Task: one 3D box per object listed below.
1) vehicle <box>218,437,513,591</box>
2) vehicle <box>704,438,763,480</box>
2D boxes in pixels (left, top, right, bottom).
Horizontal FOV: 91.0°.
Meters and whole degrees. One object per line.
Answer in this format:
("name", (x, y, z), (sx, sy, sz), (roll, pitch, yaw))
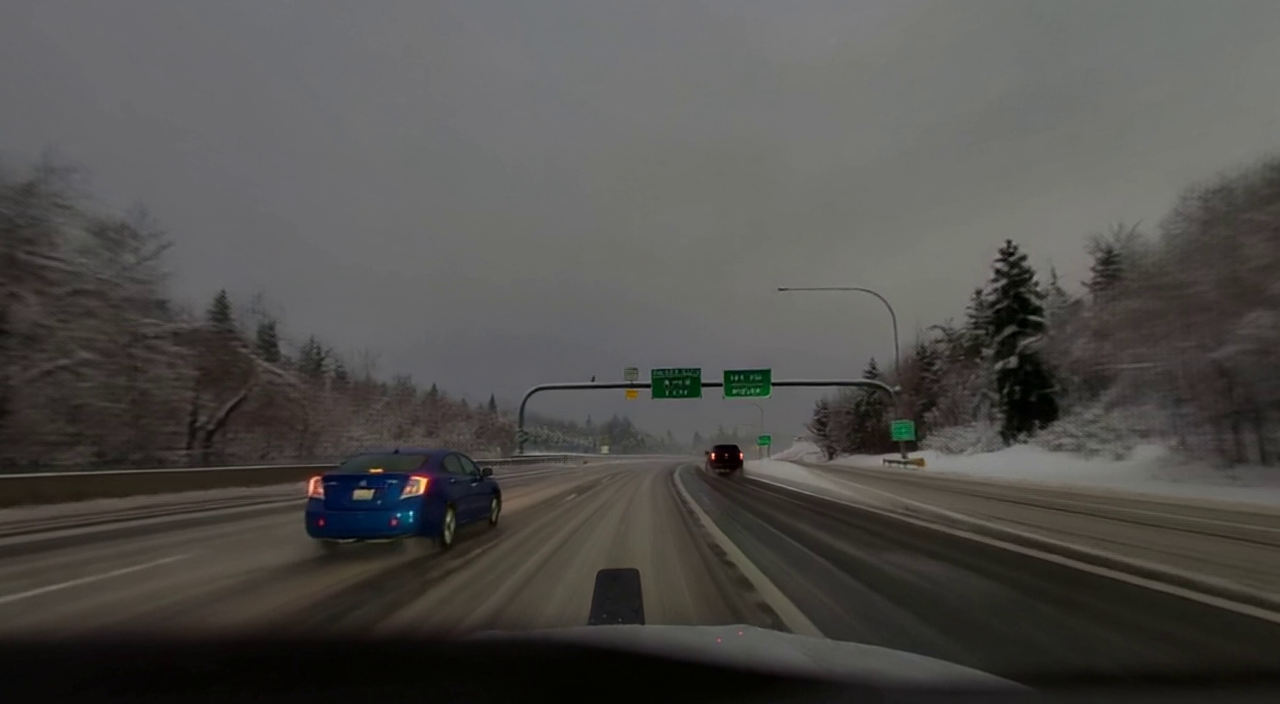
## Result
("vehicle", (-3.155, 1.941, 8.452), (1.937, 1.490, 4.372), (0, -9, 1))
("vehicle", (4.395, 5.124, 30.424), (2.225, 1.833, 4.340), (0, -9, 1))
